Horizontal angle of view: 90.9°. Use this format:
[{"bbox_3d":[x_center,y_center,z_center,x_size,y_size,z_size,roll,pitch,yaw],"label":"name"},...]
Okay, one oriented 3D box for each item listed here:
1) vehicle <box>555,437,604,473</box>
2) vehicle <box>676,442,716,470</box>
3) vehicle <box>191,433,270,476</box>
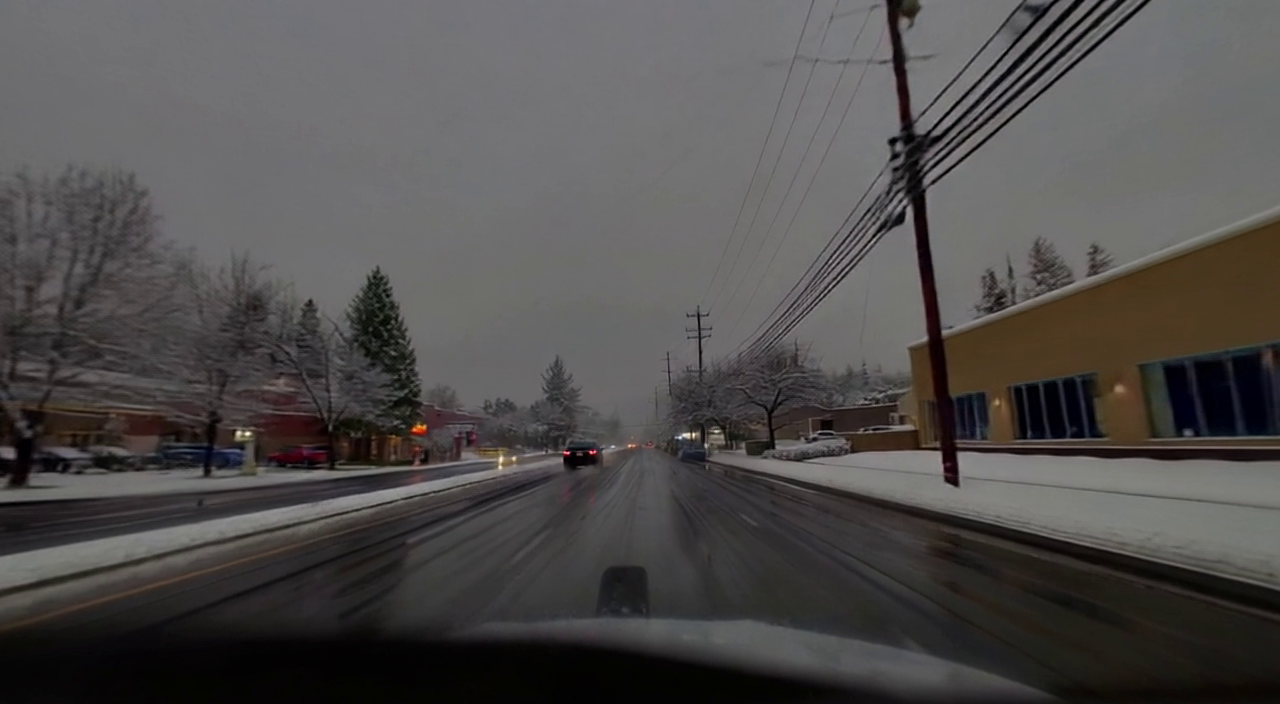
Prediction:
[{"bbox_3d":[-2.979,5.189,31.918,2.047,1.664,4.148,0,-9,0],"label":"vehicle"},{"bbox_3d":[3.136,5.918,36.087,1.978,1.455,4.195,0,-9,1],"label":"vehicle"},{"bbox_3d":[-28.097,7.015,43.549,2.230,2.687,5.908,1,-8,-9],"label":"vehicle"}]
